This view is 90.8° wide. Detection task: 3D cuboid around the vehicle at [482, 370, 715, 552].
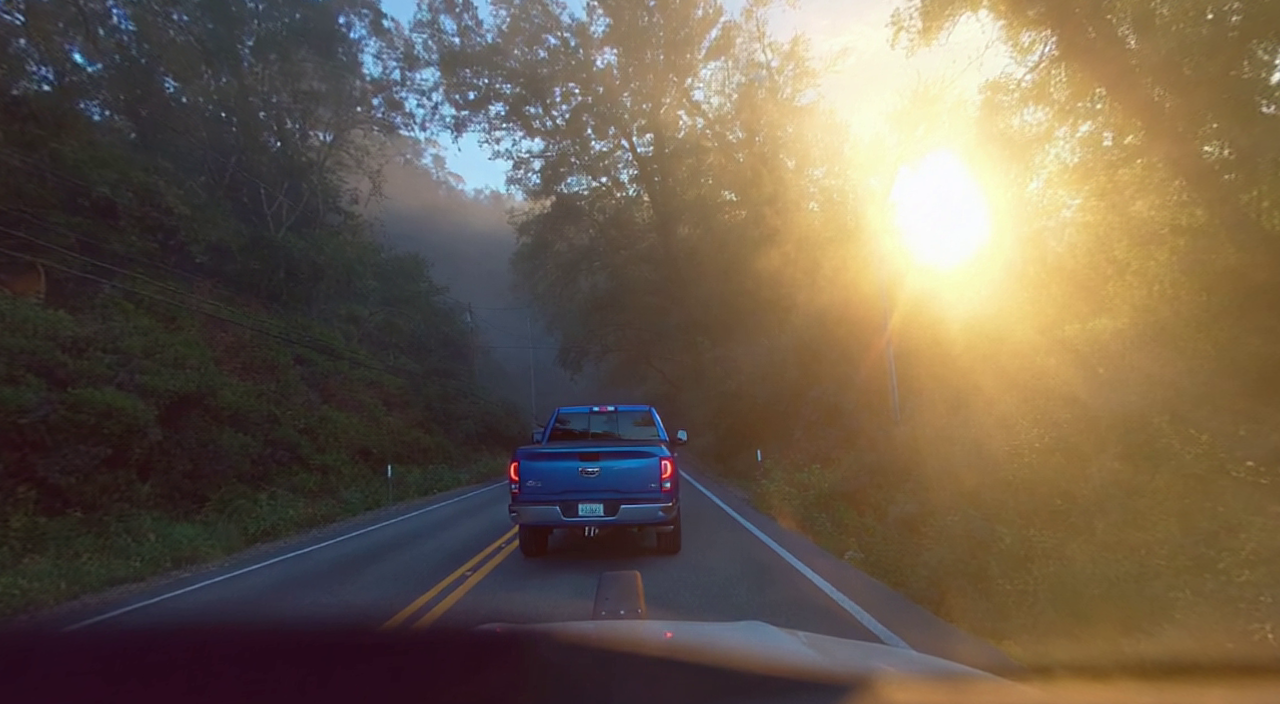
[{"bbox_3d":[-0.552,1.762,10.761,2.837,2.223,5.885,0,-8,-1],"label":"vehicle"}]
